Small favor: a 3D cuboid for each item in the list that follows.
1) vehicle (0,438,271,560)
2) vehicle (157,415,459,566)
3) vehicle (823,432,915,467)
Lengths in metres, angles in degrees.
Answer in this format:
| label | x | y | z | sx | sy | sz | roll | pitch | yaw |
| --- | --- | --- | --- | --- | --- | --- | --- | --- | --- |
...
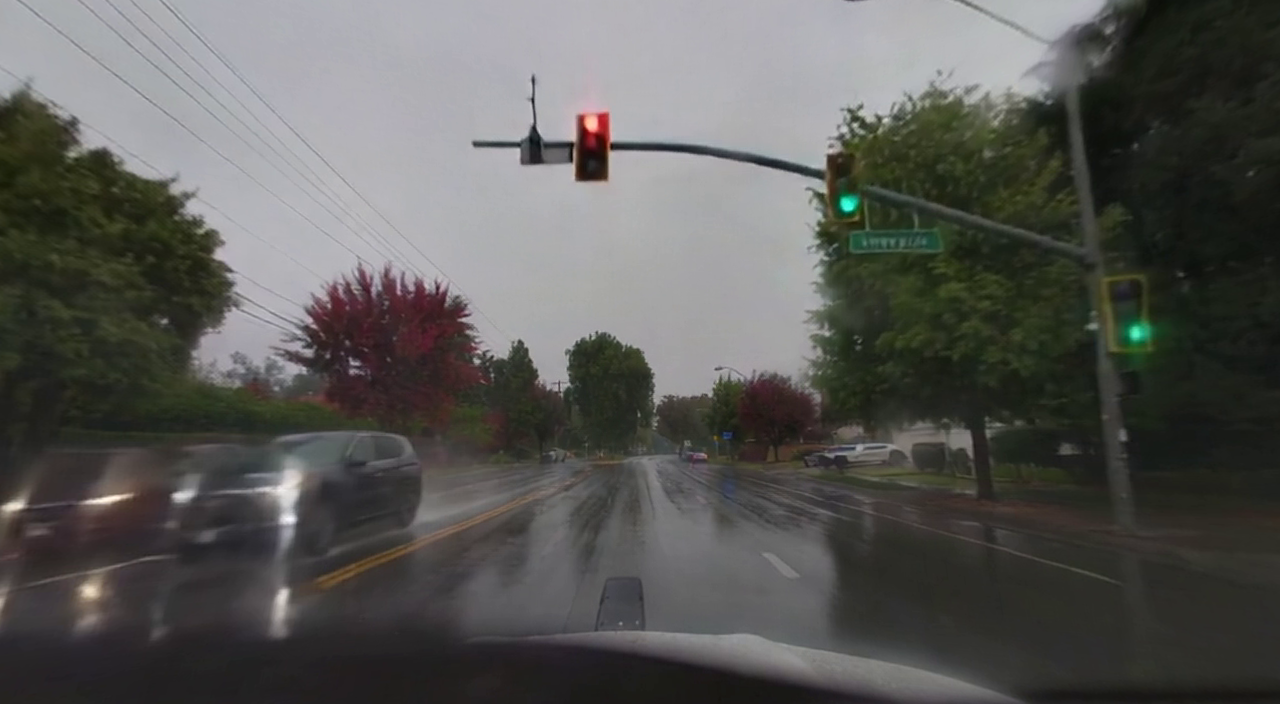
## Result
| label | x | y | z | sx | sy | sz | roll | pitch | yaw |
| --- | --- | --- | --- | --- | --- | --- | --- | --- | --- |
| vehicle | -8.437 | 2.286 | 10.613 | 1.925 | 1.615 | 4.085 | 0 | -8 | 1 |
| vehicle | -4.505 | 1.936 | 9.622 | 2.095 | 1.731 | 4.462 | 0 | -8 | 1 |
| vehicle | 13.538 | 5.764 | 37.575 | 4.711 | 1.979 | 2.019 | 0 | -9 | 4 |
